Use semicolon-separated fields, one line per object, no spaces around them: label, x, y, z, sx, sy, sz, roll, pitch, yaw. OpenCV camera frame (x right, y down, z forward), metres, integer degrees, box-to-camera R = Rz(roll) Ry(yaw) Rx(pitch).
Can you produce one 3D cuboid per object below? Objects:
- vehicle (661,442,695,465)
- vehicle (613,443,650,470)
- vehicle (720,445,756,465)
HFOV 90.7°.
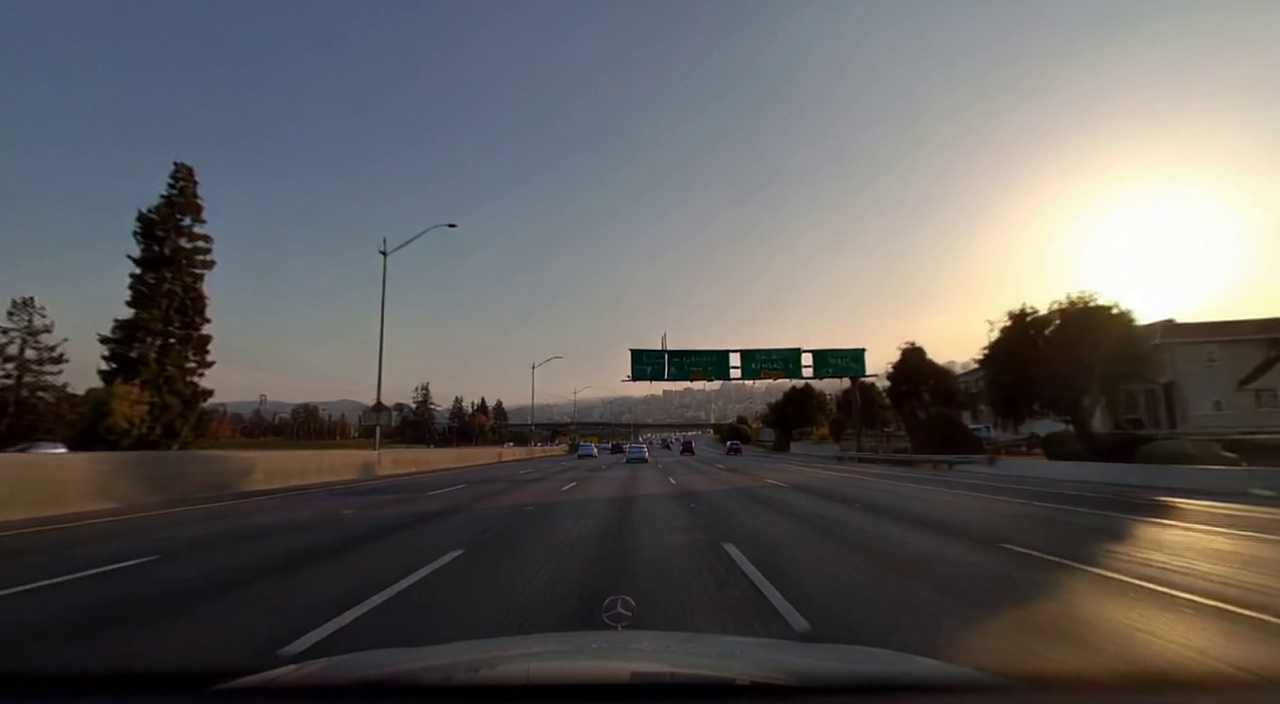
vehicle;2.749;7.481;46.662;2.084;1.624;3.935;0;-9;-2
vehicle;-0.492;6.339;38.576;2.146;1.485;4.332;0;-9;0
vehicle;7.452;7.861;48.502;2.009;1.419;3.970;0;-9;-1
